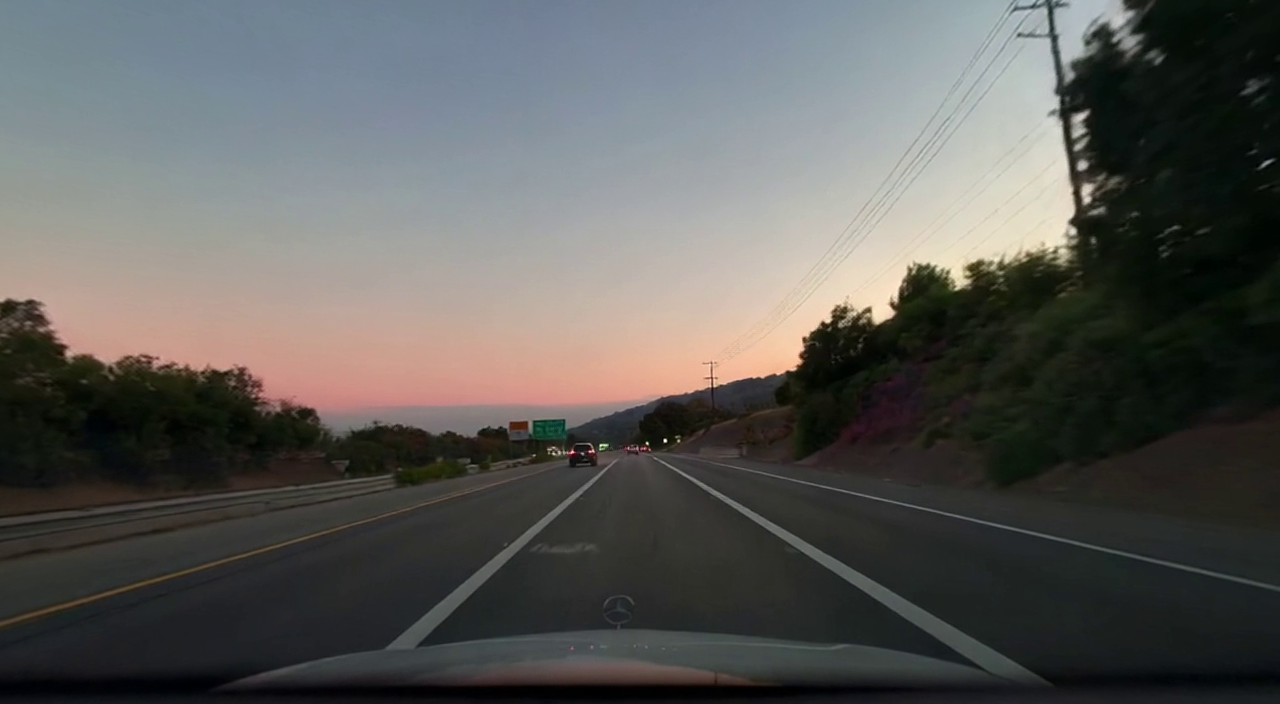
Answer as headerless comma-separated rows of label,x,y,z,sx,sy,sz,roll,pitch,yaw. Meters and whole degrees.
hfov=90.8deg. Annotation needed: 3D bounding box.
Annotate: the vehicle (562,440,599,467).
vehicle,-4.172,7.182,44.964,2.130,1.823,4.761,0,-8,1
